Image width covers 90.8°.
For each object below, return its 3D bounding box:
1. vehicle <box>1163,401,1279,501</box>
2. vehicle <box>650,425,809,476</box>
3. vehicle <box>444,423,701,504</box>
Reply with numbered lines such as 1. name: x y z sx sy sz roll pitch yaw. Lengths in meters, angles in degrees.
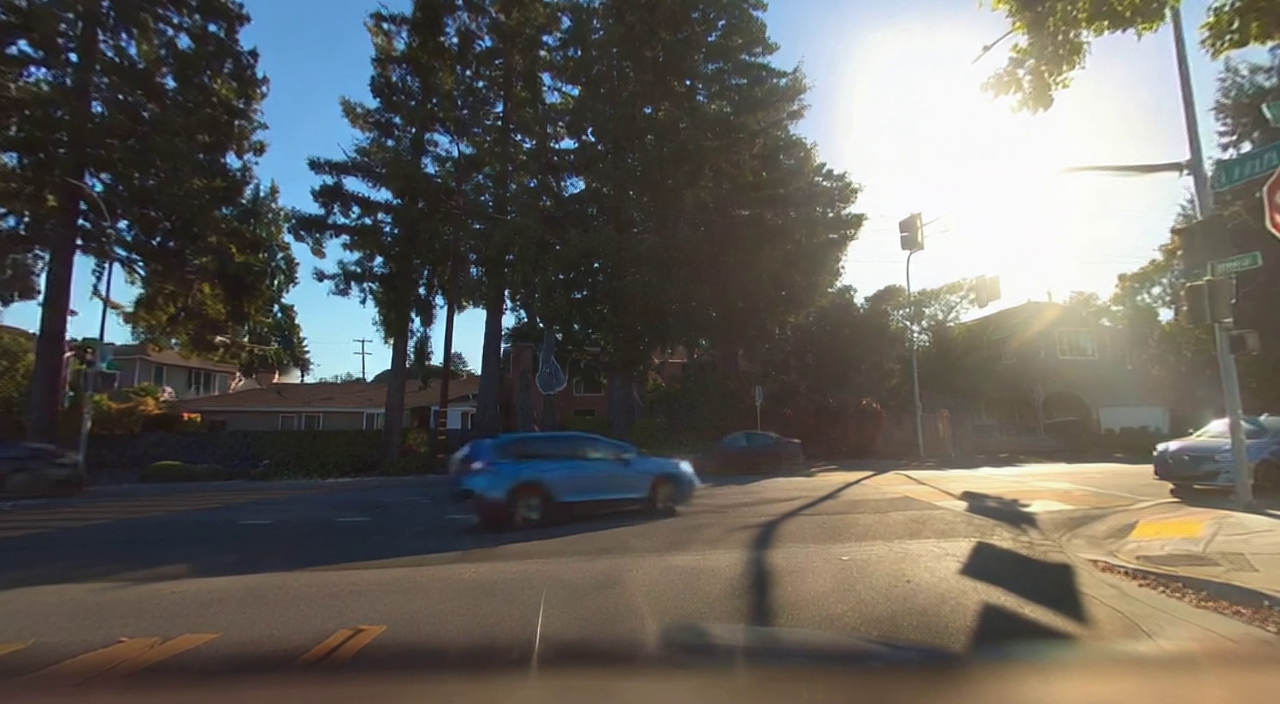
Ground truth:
1. vehicle: 12.797 1.859 11.955 4.208 1.685 2.014 1 -9 -8
2. vehicle: 2.784 3.086 19.933 4.548 1.469 1.864 2 -9 -17
3. vehicle: -1.403 2.274 13.225 4.990 1.454 1.875 3 -9 -20
